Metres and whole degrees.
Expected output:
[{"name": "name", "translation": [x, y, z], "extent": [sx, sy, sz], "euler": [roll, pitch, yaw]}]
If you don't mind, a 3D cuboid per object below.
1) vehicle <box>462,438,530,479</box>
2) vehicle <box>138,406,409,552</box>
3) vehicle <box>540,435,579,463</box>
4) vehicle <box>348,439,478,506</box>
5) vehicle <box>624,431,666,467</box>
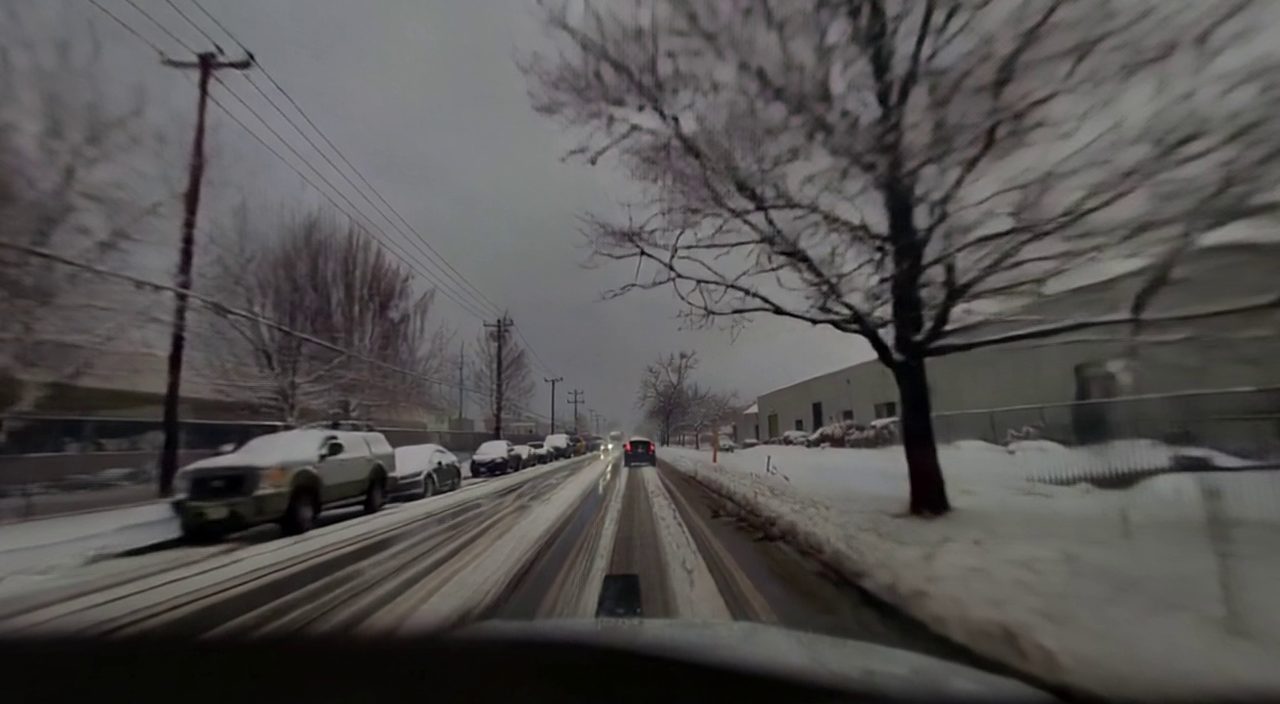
[{"name": "vehicle", "translation": [-6.247, 4.651, 27.883], "extent": [1.926, 1.647, 4.185], "euler": [0, -8, 1]}, {"name": "vehicle", "translation": [-6.184, 2.220, 11.579], "extent": [2.005, 1.989, 4.929], "euler": [-3, -9, 0]}, {"name": "vehicle", "translation": [-6.081, 7.471, 48.337], "extent": [2.139, 1.943, 5.295], "euler": [-1, -10, 1]}, {"name": "vehicle", "translation": [-6.082, 3.224, 17.473], "extent": [2.013, 1.609, 4.152], "euler": [0, -8, 0]}, {"name": "vehicle", "translation": [0.245, 5.347, 34.886], "extent": [2.152, 1.874, 4.042], "euler": [0, -8, 0]}]
